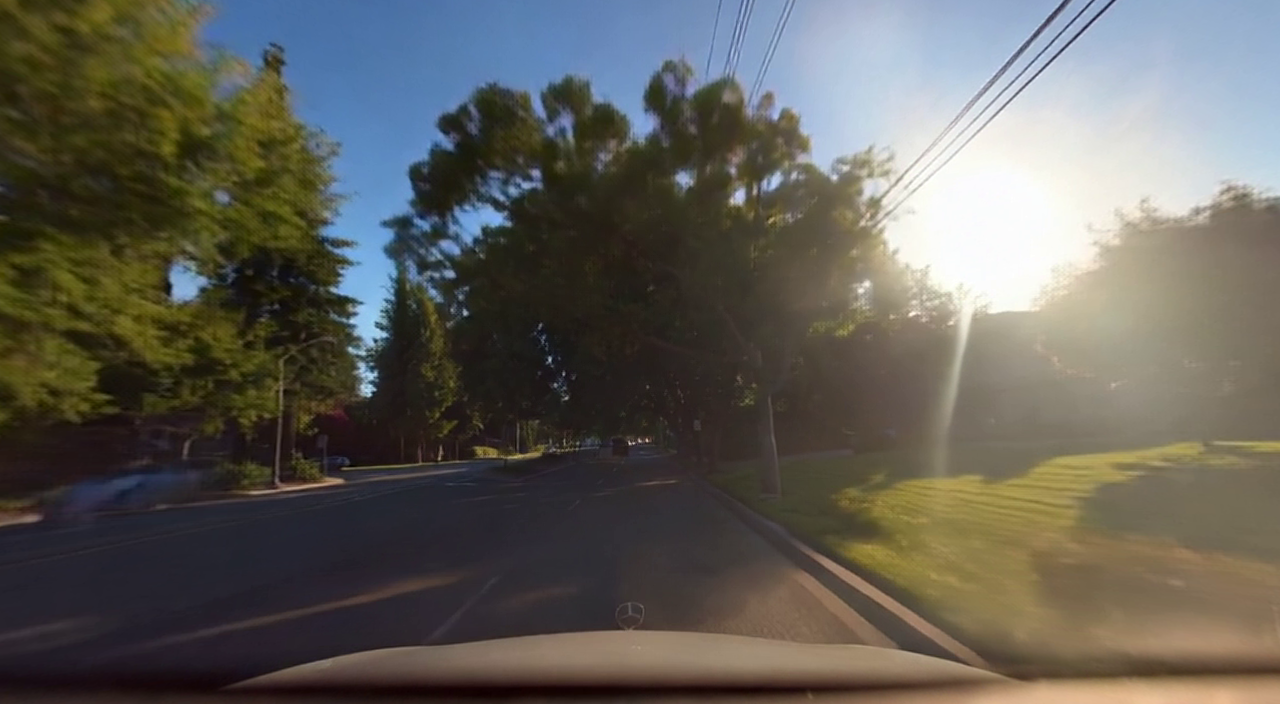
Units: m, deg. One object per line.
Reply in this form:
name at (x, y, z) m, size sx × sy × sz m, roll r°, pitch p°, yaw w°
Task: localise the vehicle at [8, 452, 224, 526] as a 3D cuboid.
vehicle at (-14.183, 3.660, 17.538) m, size 1.996 × 1.695 × 4.635 m, roll 0°, pitch -8°, yaw 0°
